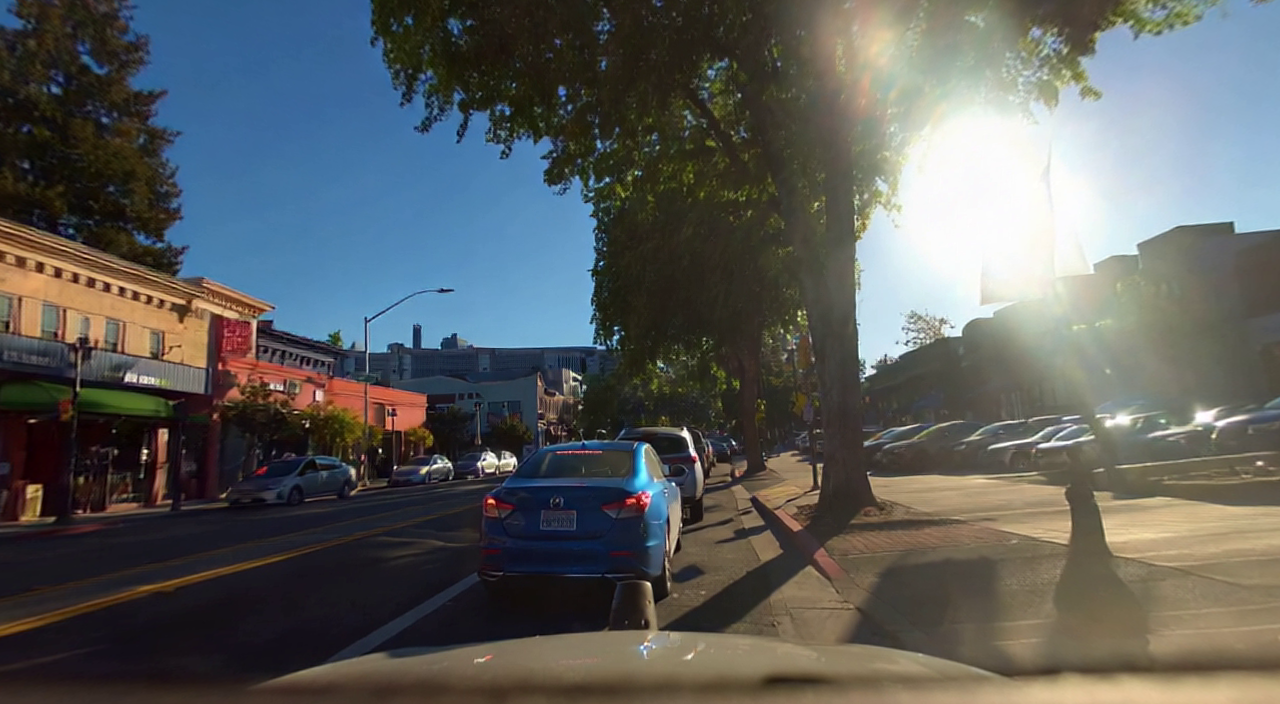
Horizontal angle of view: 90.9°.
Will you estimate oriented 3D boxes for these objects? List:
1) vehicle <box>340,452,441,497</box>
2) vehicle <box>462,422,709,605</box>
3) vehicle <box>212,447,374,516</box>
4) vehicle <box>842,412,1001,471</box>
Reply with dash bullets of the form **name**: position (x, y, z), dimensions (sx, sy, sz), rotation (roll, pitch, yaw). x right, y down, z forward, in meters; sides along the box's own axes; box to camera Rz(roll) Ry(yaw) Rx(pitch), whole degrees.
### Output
- **vehicle**: position (-10.265, 5.032, 26.280), dimensions (1.826, 1.432, 4.556), rotation (-7, -9, 8)
- **vehicle**: position (-0.279, 1.635, 7.297), dimensions (1.939, 1.478, 3.922), rotation (-2, -8, 9)
- **vehicle**: position (-11.013, 4.069, 20.589), dimensions (2.081, 1.718, 5.342), rotation (-6, -9, 3)
- **vehicle**: position (9.037, 2.831, 20.242), dimensions (4.558, 1.528, 1.915), rotation (0, -8, -23)
